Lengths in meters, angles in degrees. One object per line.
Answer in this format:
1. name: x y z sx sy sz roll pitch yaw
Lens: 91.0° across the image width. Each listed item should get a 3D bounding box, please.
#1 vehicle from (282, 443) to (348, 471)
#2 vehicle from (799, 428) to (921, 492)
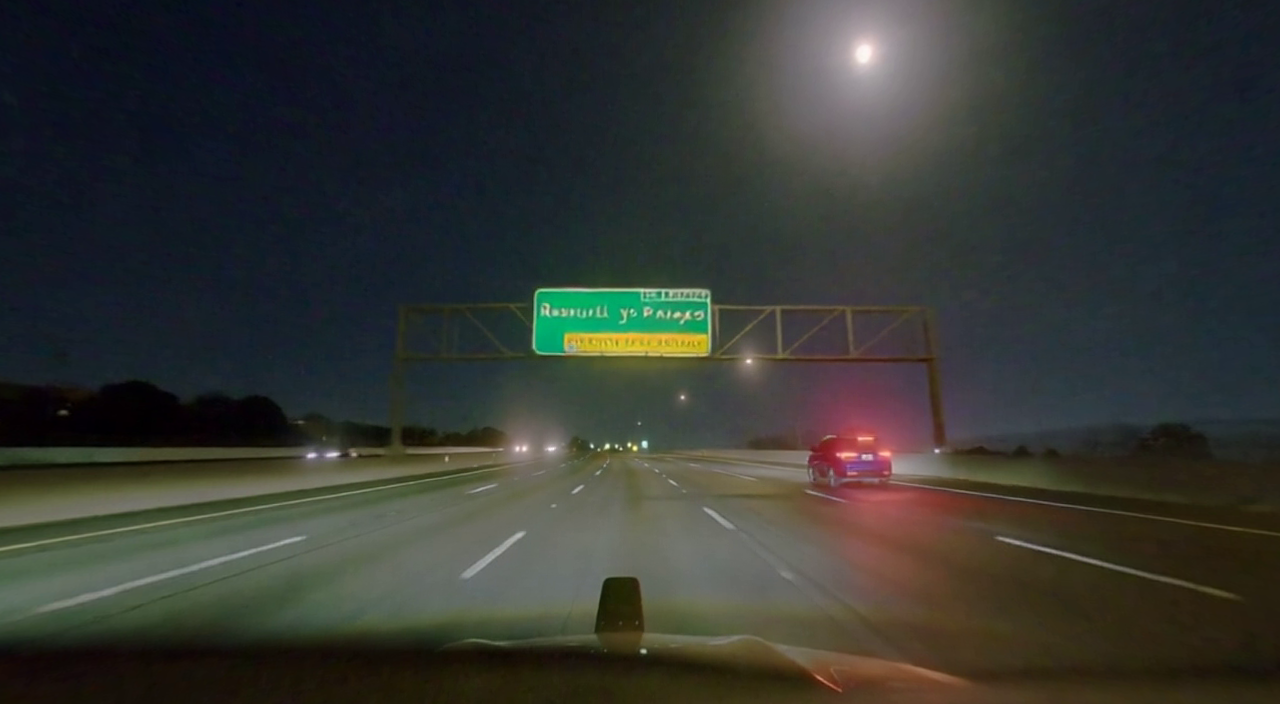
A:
1. vehicle: -19.369 6.271 37.756 1.818 1.544 4.027 0 -9 -1
2. vehicle: 6.536 3.263 19.335 2.091 1.711 4.383 0 -9 -1
